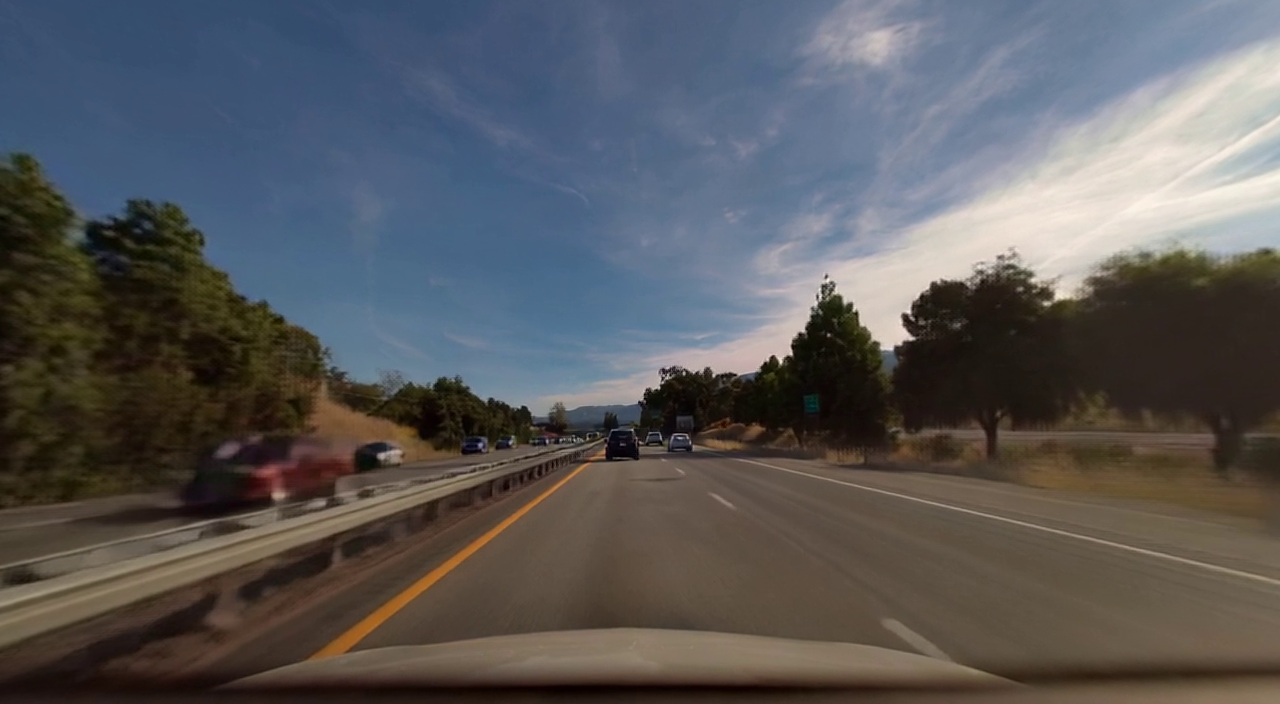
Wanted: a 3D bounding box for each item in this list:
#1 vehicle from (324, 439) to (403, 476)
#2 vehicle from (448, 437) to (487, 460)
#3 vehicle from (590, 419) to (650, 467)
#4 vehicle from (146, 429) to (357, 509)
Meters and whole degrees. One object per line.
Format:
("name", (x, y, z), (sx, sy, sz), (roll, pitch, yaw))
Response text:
("vehicle", (-13.465, 5.133, 31.007), (2.015, 1.671, 4.292), (0, -8, -1))
("vehicle", (-13.093, 7.329, 47.960), (1.940, 1.665, 3.934), (0, -8, -2))
("vehicle", (-0.910, 4.179, 29.031), (2.503, 2.044, 4.633), (0, -8, -2))
("vehicle", (-9.324, 2.814, 15.785), (2.293, 1.670, 4.765), (0, -8, -1))
